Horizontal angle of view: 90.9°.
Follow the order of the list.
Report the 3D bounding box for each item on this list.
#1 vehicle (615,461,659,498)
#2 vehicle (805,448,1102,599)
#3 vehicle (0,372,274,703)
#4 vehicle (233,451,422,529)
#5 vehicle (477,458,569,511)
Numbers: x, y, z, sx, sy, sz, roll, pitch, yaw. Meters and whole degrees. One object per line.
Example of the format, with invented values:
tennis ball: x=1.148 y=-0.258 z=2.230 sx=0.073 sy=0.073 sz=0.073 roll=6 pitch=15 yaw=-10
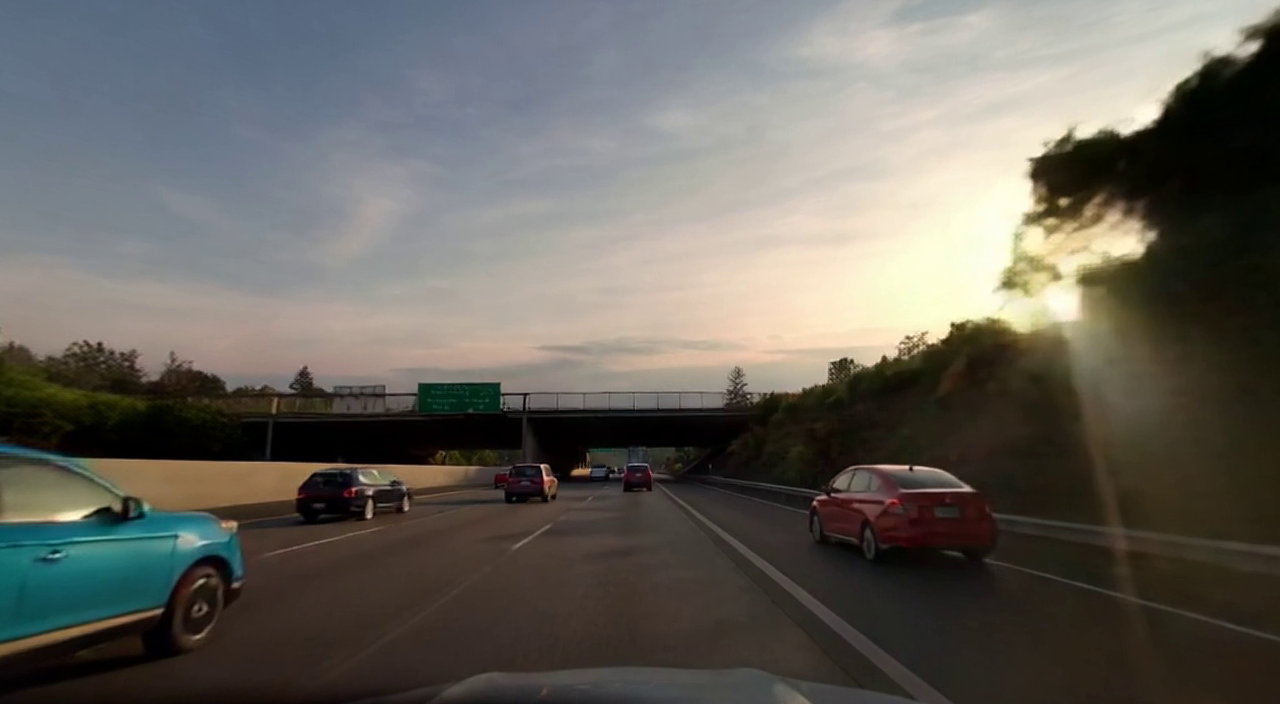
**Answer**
vehicle: x=-0.145 y=6.106 z=30.251 sx=1.992 sy=1.601 sz=3.762 roll=1 pitch=-11 yaw=0
vehicle: x=3.869 y=2.203 z=8.773 sx=1.992 sy=1.557 sz=4.017 roll=1 pitch=-11 yaw=-1
vehicle: x=-3.955 y=0.908 z=2.700 sx=2.069 sy=1.699 sz=4.452 roll=1 pitch=-11 yaw=-1
vehicle: x=-7.238 y=3.263 z=15.326 sx=2.142 sy=1.545 sz=4.708 roll=1 pitch=-11 yaw=0
vehicle: x=-3.753 y=4.388 z=21.180 sx=2.102 sy=1.521 sz=4.687 roll=1 pitch=-11 yaw=1
